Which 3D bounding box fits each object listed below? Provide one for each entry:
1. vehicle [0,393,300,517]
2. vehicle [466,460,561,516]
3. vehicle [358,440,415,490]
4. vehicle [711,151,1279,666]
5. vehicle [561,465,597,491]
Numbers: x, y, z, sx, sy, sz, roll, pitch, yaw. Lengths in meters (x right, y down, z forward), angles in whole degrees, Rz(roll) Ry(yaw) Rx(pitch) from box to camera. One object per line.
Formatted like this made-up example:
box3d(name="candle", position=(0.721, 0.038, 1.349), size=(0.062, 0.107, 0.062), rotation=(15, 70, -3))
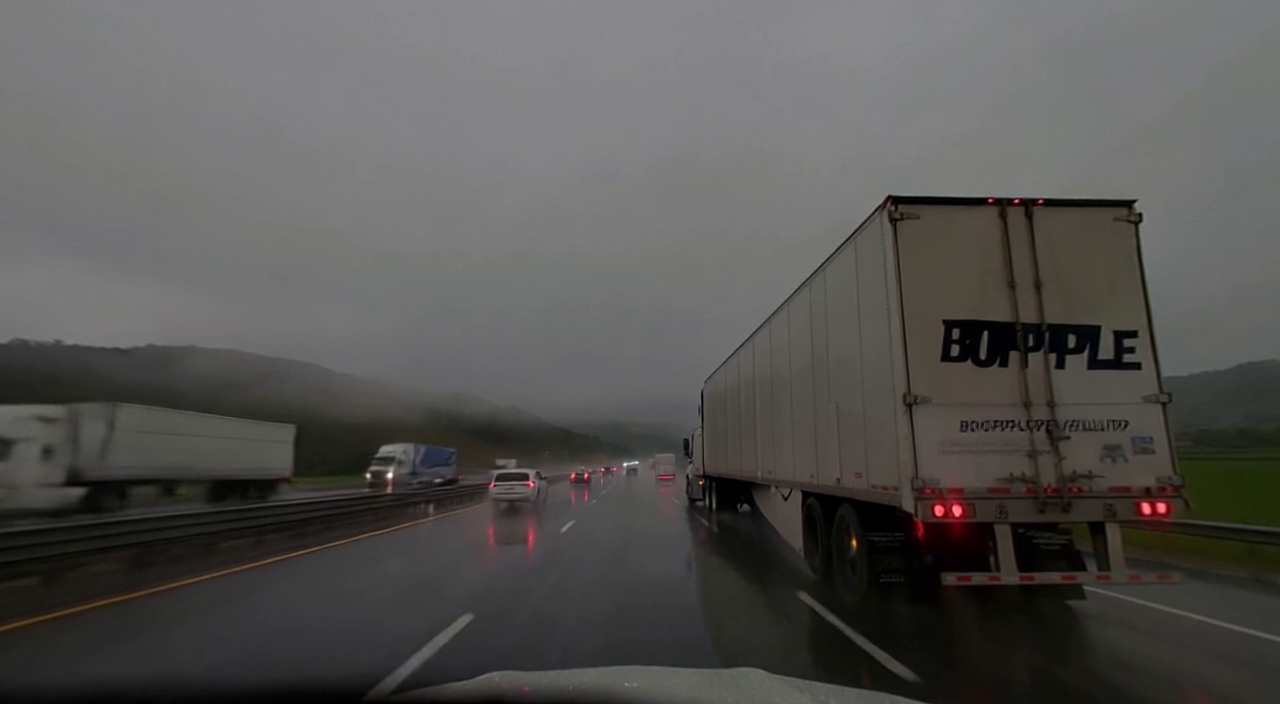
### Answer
box3d(name="vehicle", position=(-19.966, 4.566, 27.050), size=(2.917, 3.889, 14.334), rotation=(1, -11, -1))
box3d(name="vehicle", position=(-3.952, 4.386, 20.643), size=(2.088, 1.566, 4.853), rotation=(1, -11, 0))
box3d(name="vehicle", position=(-20.030, 8.975, 49.945), size=(2.859, 3.706, 3.474), rotation=(1, -11, -1))
box3d(name="vehicle", position=(3.713, 1.600, 11.898), size=(2.839, 4.062, 14.051), rotation=(1, -11, -1))
box3d(name="vehicle", position=(-4.131, 8.621, 43.180), size=(2.063, 1.671, 4.197), rotation=(1, -11, 0))
